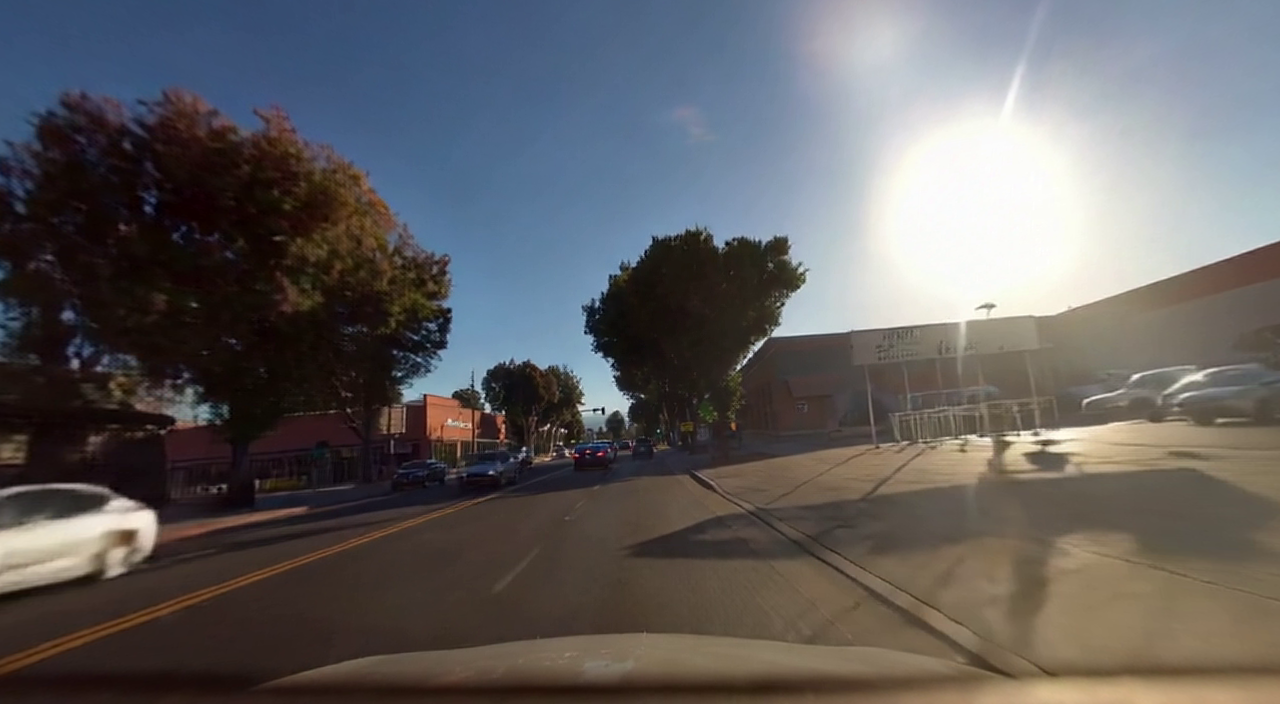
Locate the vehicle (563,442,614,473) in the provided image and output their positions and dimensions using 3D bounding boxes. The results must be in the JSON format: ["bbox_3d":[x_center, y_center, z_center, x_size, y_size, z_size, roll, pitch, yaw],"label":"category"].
[{"bbox_3d":[-2.457,5.143,31.030,2.099,1.424,4.609,0,-8,0],"label":"vehicle"}]

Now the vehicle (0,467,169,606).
[{"bbox_3d":[-8.614,2.317,7.914,1.952,1.540,4.413,0,-8,1],"label":"vehicle"}]

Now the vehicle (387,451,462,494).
[{"bbox_3d":[-11.026,6.150,32.559,1.978,1.640,4.695,-9,-8,1],"label":"vehicle"}]

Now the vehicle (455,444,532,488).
[{"bbox_3d":[-5.797,4.530,25.438,2.045,1.619,3.973,0,-8,1],"label":"vehicle"}]

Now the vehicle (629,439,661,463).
[{"bbox_3d":[0.310,6.552,41.871,2.020,1.478,3.922,0,-8,-1],"label":"vehicle"}]
